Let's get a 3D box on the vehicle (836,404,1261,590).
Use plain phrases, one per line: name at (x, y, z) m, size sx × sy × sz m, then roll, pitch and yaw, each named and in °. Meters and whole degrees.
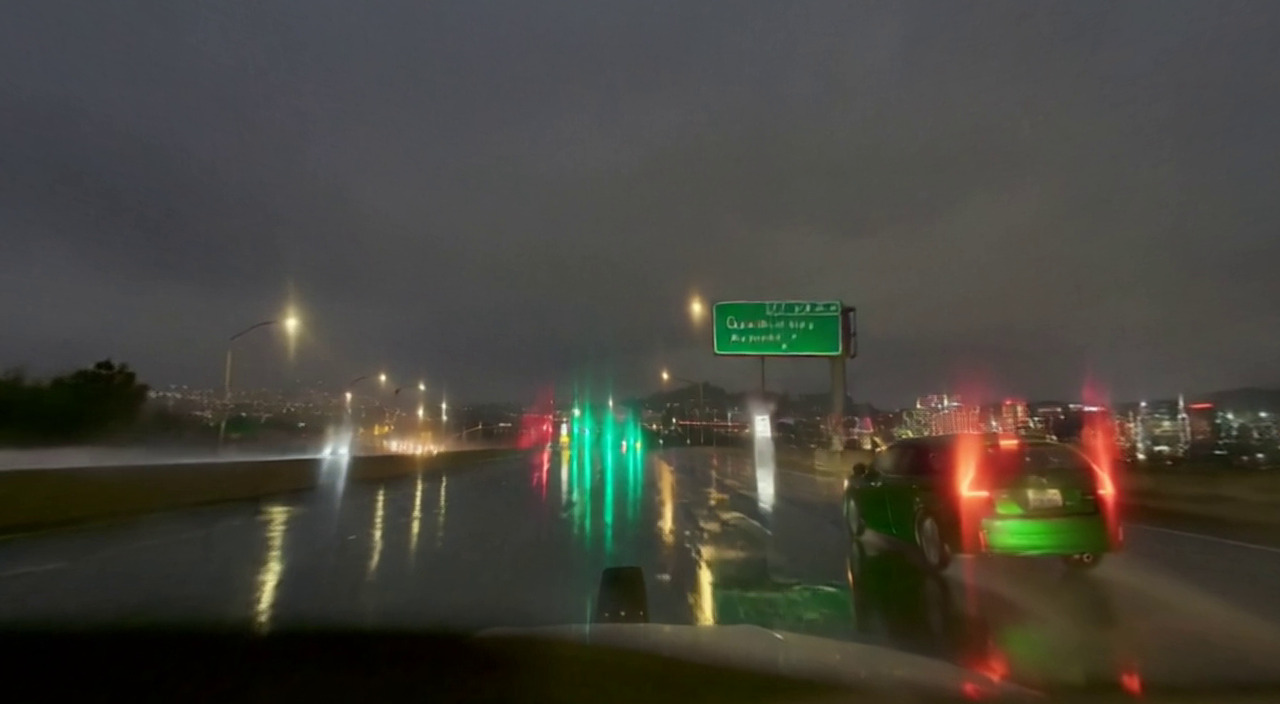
vehicle at (4.261, 1.589, 7.837) m, size 2.104 × 1.575 × 4.698 m, roll 0°, pitch -8°, yaw 0°
